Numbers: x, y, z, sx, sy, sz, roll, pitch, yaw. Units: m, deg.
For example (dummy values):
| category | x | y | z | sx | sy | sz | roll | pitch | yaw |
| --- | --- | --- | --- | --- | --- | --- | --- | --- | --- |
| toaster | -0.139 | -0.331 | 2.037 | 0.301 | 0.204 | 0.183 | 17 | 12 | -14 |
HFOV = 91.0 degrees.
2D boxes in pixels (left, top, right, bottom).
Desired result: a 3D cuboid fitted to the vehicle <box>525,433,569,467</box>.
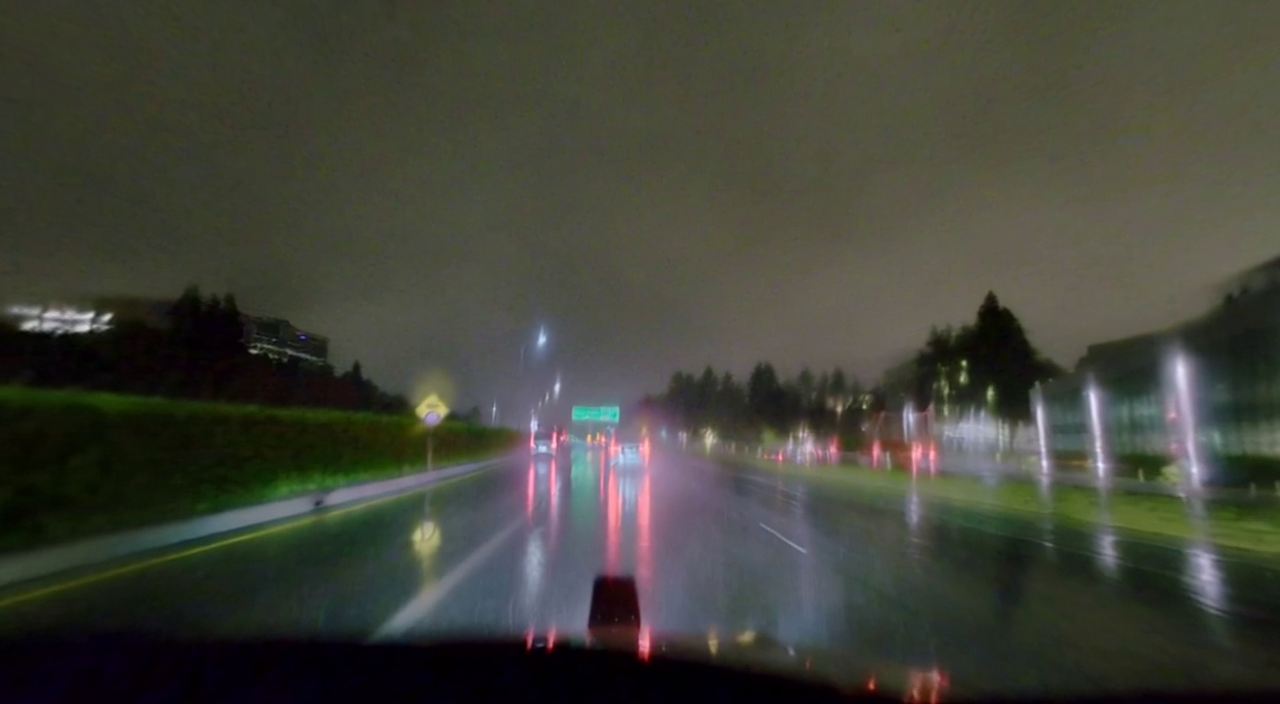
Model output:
| category | x | y | z | sx | sy | sz | roll | pitch | yaw |
| --- | --- | --- | --- | --- | --- | --- | --- | --- | --- |
| vehicle | -5.209 | 5.551 | 35.804 | 2.080 | 1.733 | 4.410 | 0 | -8 | -3 |

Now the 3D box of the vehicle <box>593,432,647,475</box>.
| category | x | y | z | sx | sy | sz | roll | pitch | yaw |
| --- | --- | --- | --- | --- | --- | --- | --- | --- | --- |
| vehicle | -0.897 | 4.237 | 26.466 | 2.078 | 1.608 | 3.982 | 0 | -8 | -3 |
